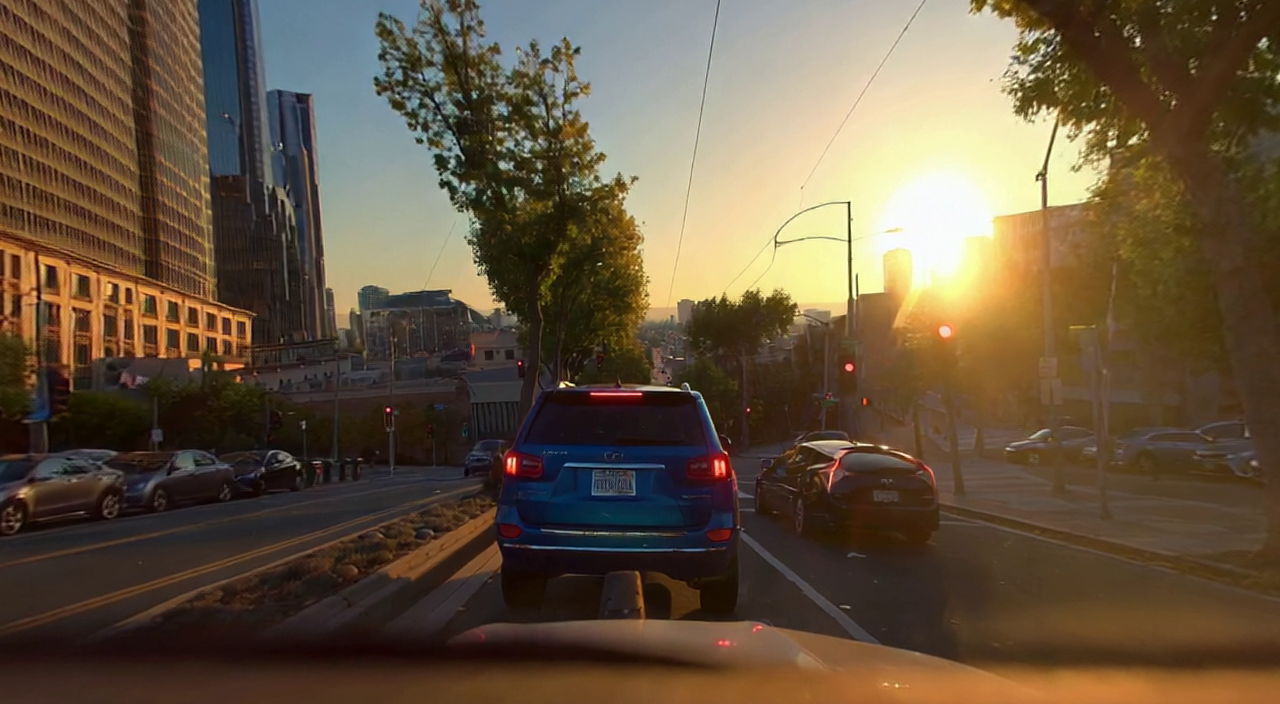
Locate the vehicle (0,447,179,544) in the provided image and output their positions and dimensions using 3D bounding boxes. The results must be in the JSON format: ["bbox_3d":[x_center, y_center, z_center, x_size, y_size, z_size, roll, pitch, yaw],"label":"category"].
[{"bbox_3d":[-12.541,2.920,13.448,1.891,1.723,4.360,0,-8,1],"label":"vehicle"}]

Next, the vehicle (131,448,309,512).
[{"bbox_3d":[-12.463,3.778,19.123,2.207,1.648,4.675,0,-8,-1],"label":"vehicle"}]

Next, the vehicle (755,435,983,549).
[{"bbox_3d":[3.288,2.083,10.072,2.056,1.422,4.130,0,-8,-1],"label":"vehicle"}]

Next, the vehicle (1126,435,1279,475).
[{"bbox_3d":[22.157,4.049,24.963,4.055,1.469,1.848,-4,-9,25],"label":"vehicle"}]

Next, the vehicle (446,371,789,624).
[{"bbox_3d":[-0.159,1.358,6.748,2.453,1.816,4.300,0,-8,0],"label":"vehicle"}]
